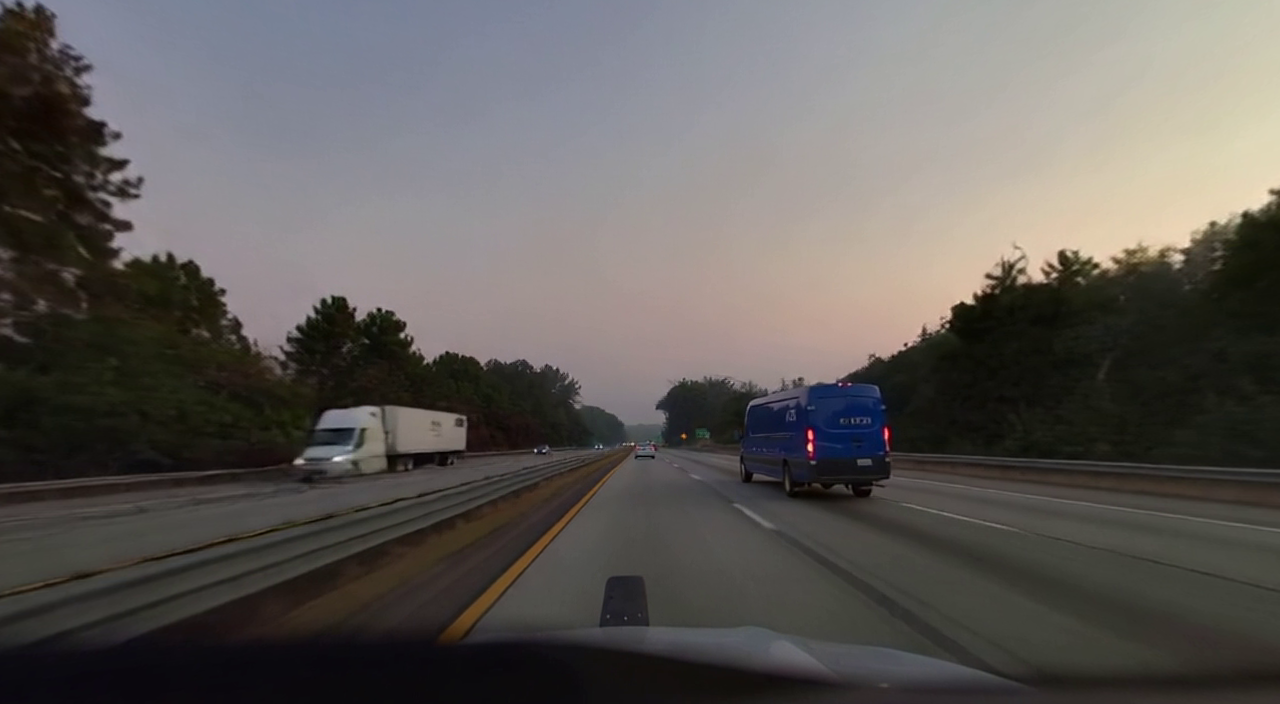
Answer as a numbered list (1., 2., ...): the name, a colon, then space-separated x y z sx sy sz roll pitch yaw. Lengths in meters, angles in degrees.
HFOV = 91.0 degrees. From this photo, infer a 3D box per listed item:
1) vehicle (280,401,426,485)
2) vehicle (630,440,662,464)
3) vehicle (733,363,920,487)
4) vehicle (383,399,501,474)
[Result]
1. vehicle: -15.661 5.159 35.769 2.933 3.978 11.292 0 -8 0
2. vehicle: 0.404 6.995 44.041 2.121 1.590 4.434 0 -8 1
3. vehicle: 7.473 3.679 29.642 3.479 4.156 17.231 0 -8 0
4. vehicle: -11.636 5.236 38.593 3.742 3.954 10.224 0 -8 1
